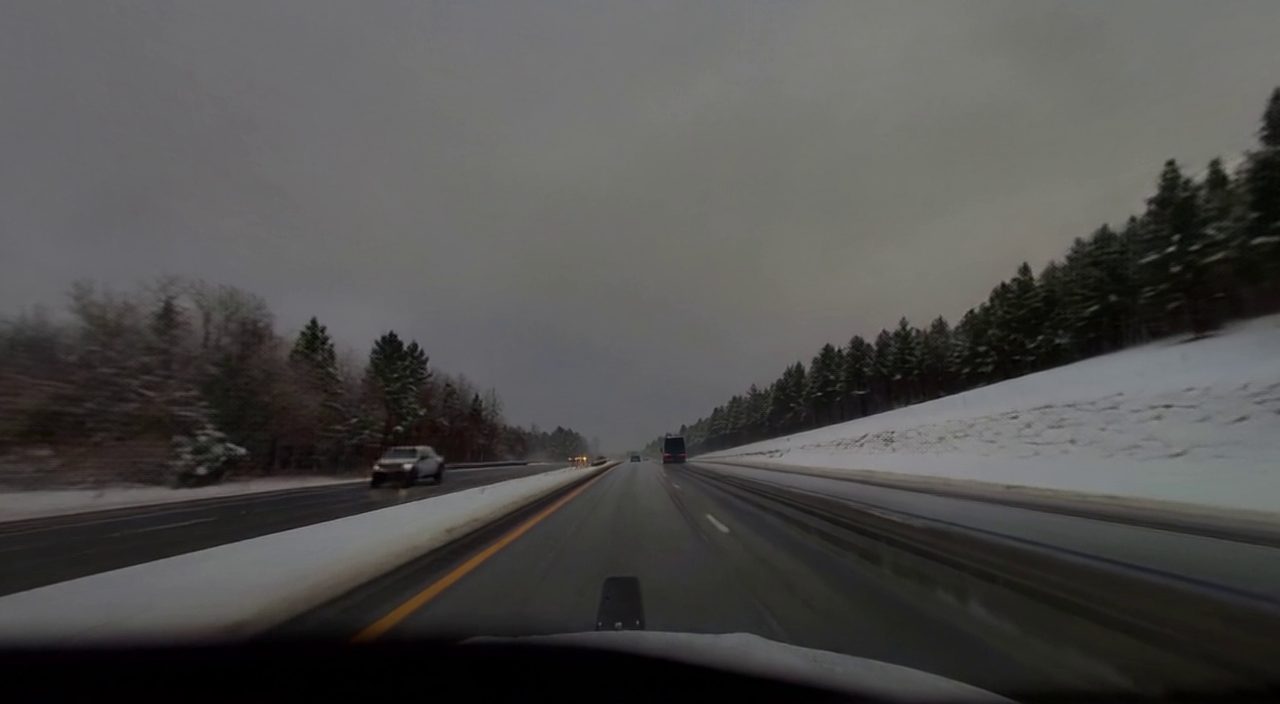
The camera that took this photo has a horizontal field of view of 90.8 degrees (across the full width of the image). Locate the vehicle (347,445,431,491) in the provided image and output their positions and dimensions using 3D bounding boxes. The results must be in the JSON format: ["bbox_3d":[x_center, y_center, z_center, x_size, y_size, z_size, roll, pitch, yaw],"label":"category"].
[{"bbox_3d":[-12.013,5.537,30.600,2.112,2.012,4.787,0,-9,0],"label":"vehicle"}]
